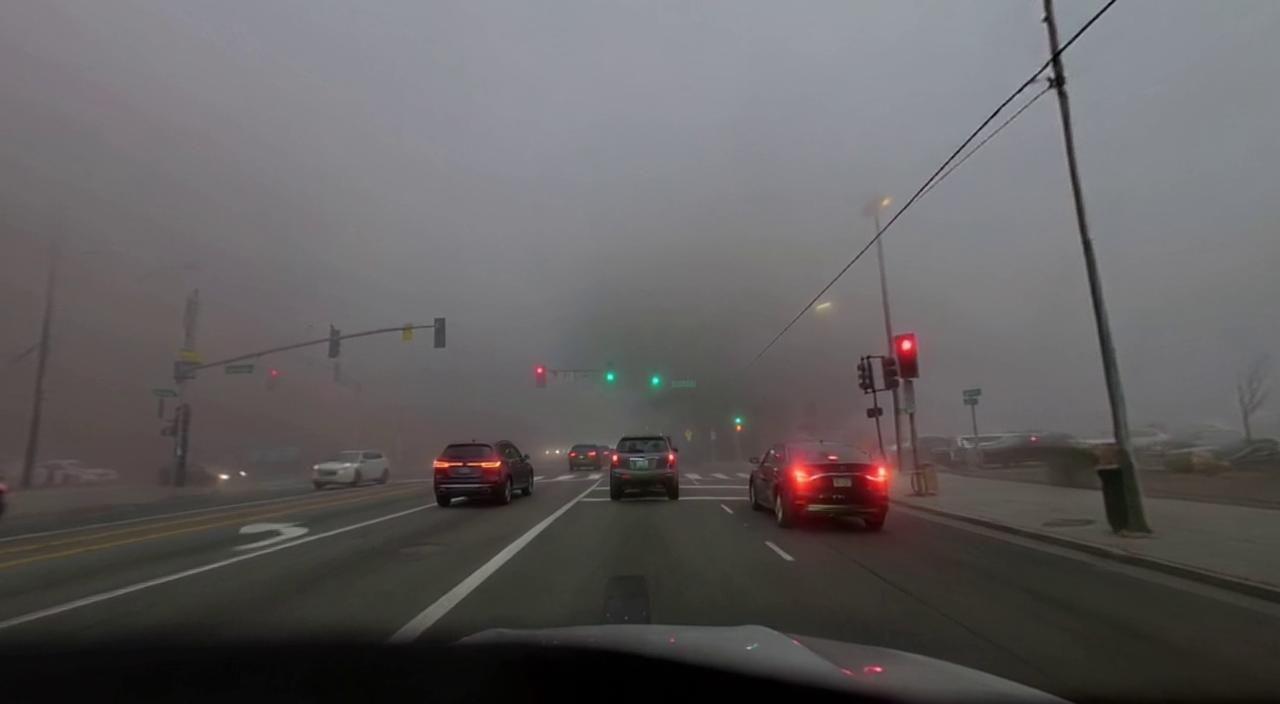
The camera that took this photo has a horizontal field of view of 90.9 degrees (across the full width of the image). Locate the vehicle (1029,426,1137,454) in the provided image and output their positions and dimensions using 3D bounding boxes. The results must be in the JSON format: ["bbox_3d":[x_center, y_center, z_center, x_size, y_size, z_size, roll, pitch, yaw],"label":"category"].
[{"bbox_3d":[29.986,6.019,42.811,5.516,1.780,2.064,-2,-9,9],"label":"vehicle"}]

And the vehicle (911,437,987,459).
[{"bbox_3d":[21.579,6.738,44.148,4.315,1.461,1.803,-1,-9,7],"label":"vehicle"}]

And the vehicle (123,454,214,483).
[{"bbox_3d":[-29.544,7.276,39.574,4.337,1.690,1.875,-2,-8,5],"label":"vehicle"}]

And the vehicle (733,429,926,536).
[{"bbox_3d":[2.989,2.160,11.093,2.030,1.492,4.383,0,-8,0],"label":"vehicle"}]

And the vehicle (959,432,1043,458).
[{"bbox_3d":[23.326,6.013,40.817,4.236,1.617,1.832,-1,-9,10],"label":"vehicle"}]

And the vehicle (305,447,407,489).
[{"bbox_3d":[-11.279,4.606,25.432,1.900,1.494,4.489,0,-8,2],"label":"vehicle"}]

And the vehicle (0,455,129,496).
[{"bbox_3d":[-29.891,6.150,31.754,2.021,1.802,5.987,-5,-10,30],"label":"vehicle"}]

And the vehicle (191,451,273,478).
[{"bbox_3d":[-27.495,7.569,42.518,4.221,1.703,1.930,-1,-8,5],"label":"vehicle"}]

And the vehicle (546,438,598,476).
[{"bbox_3d":[-3.070,4.842,29.278,1.894,1.642,3.861,0,-8,2],"label":"vehicle"}]

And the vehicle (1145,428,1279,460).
[{"bbox_3d":[29.089,4.701,32.141,4.736,1.526,1.878,-2,-9,12],"label":"vehicle"}]

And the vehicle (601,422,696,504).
[{"bbox_3d":[0.226,2.731,15.894,2.075,1.770,4.018,0,-8,1],"label":"vehicle"}]

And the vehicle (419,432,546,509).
[{"bbox_3d":[-3.638,2.811,15.393,1.886,1.599,4.247,0,-8,2],"label":"vehicle"}]
